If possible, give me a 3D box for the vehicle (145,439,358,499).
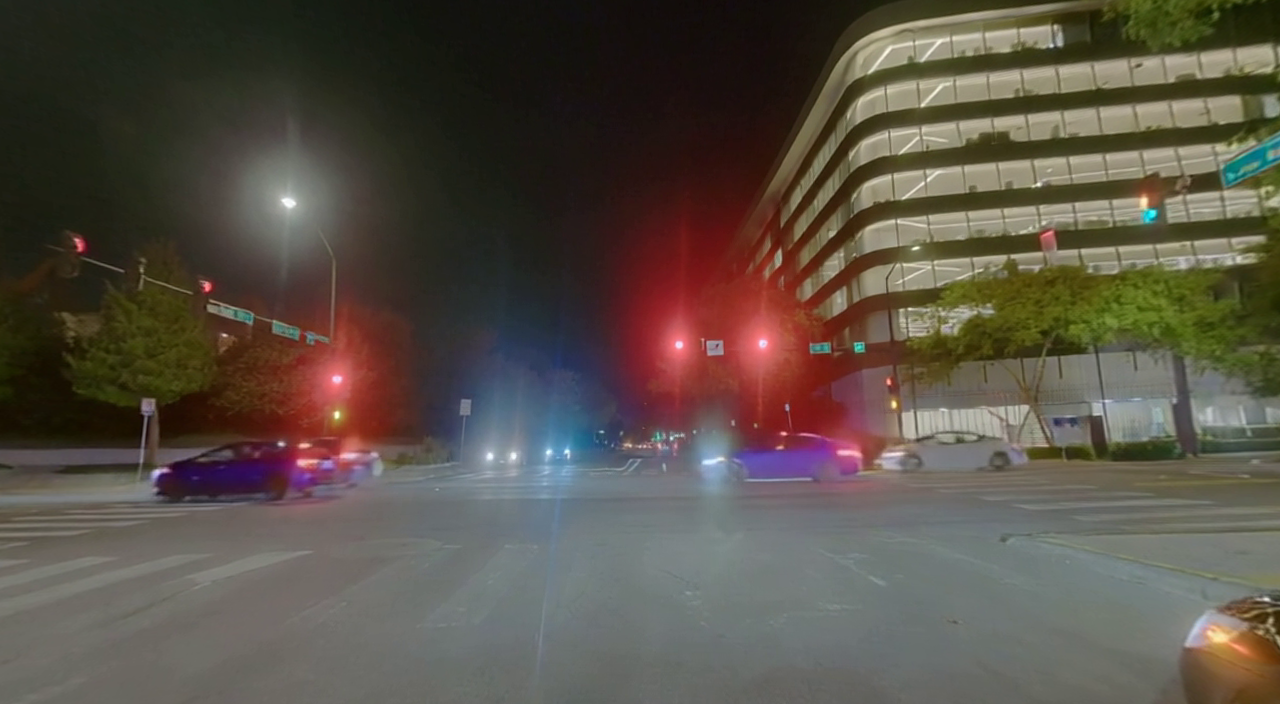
[{"bbox_3d":[-10.254,3.100,16.840,4.464,1.472,1.867,0,-8,0],"label":"vehicle"}]

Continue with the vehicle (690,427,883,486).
[{"bbox_3d":[3.814,2.804,16.989,4.723,1.484,1.883,0,-8,0],"label":"vehicle"}]

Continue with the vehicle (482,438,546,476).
[{"bbox_3d":[-5.955,5.022,30.284,2.115,1.690,4.322,-1,-8,1],"label":"vehicle"}]

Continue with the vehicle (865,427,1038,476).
[{"bbox_3d":[10.006,3.230,20.460,4.623,1.477,1.884,0,-8,0],"label":"vehicle"}]

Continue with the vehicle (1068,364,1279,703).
[{"bbox_3d":[2.884,0.675,0.832,1.947,1.576,3.825,0,-8,1],"label":"vehicle"}]

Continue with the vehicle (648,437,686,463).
[{"bbox_3d":[1.787,6.664,42.774,2.053,1.625,4.551,0,-8,-4],"label":"vehicle"}]
